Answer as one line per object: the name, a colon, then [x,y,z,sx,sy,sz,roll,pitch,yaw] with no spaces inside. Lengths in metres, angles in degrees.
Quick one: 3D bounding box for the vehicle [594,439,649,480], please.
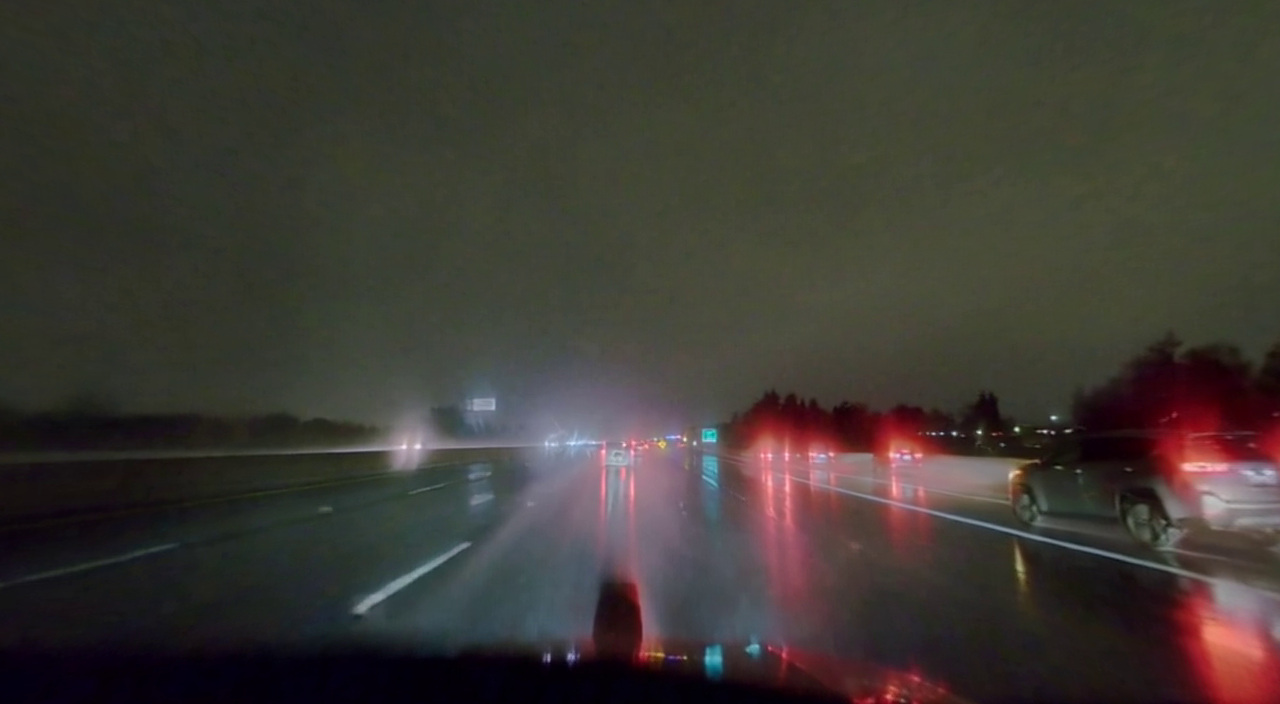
vehicle: [-0.708,4.356,25.675,2.055,1.509,4.255,0,-9,0]
